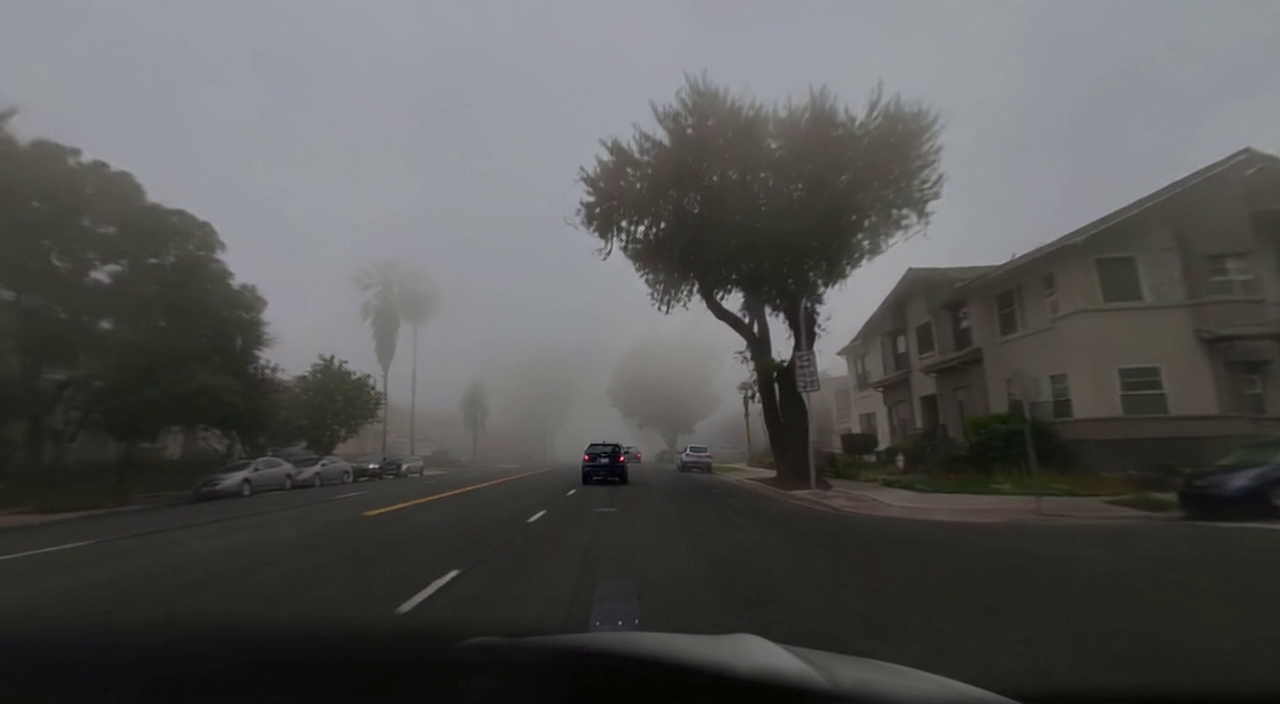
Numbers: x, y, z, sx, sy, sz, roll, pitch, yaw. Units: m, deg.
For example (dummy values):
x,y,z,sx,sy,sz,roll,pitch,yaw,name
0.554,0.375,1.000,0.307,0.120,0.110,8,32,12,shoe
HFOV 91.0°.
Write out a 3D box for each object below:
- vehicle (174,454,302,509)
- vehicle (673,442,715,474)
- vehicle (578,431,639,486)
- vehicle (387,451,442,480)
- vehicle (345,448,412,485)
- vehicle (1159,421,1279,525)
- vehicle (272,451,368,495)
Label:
x,y,z,sx,sy,sz,roll,pitch,yaw,name
-14.225,4.549,22.625,1.884,1.451,4.435,-4,-7,-2,vehicle
3.145,6.297,37.464,1.949,1.685,4.161,3,-9,-2,vehicle
-1.060,3.975,23.730,1.994,1.810,5.057,0,-9,1,vehicle
-14.273,7.169,40.083,1.877,1.443,4.677,-3,-7,-1,vehicle
-14.187,6.202,34.420,1.890,1.640,4.320,-3,-7,-1,vehicle
12.711,2.022,11.404,4.873,1.624,1.924,-3,-9,-2,vehicle
-14.164,5.335,28.182,1.875,1.496,4.728,-4,-7,0,vehicle
